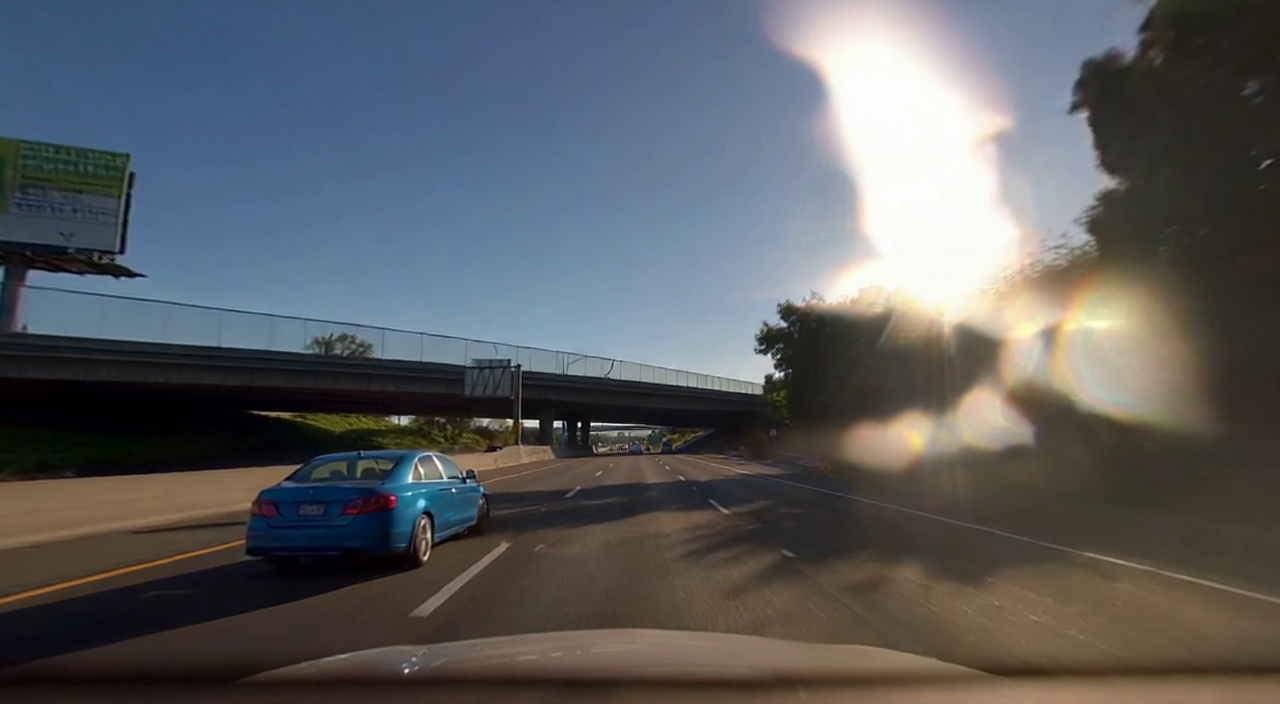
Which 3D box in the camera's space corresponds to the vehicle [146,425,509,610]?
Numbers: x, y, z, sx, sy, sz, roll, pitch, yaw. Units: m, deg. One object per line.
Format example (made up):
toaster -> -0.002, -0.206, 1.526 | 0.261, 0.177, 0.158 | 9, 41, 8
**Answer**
vehicle -> -3.140, 1.753, 7.712 | 2.029, 1.557, 4.570 | 0, -9, 1
